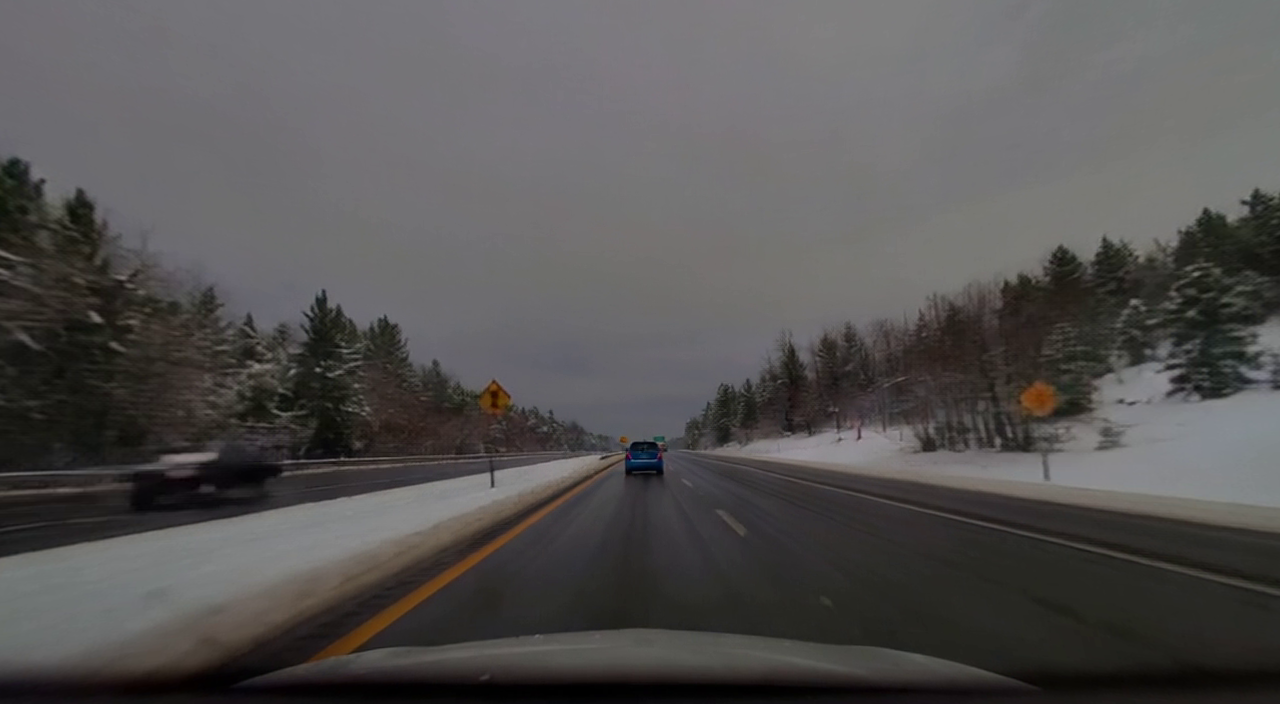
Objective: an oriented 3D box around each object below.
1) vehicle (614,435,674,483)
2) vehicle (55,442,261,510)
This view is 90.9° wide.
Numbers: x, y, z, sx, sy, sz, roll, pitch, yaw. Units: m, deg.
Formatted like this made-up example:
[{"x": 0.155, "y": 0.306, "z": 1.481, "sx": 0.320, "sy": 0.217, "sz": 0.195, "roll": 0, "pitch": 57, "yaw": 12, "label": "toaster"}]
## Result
[{"x": 0.157, "y": 4.197, "z": 24.936, "sx": 2.190, "sy": 1.706, "sz": 4.062, "roll": 0, "pitch": -9, "yaw": 0, "label": "vehicle"}, {"x": -12.124, "y": 3.129, "z": 16.331, "sx": 1.847, "sy": 1.486, "sz": 4.383, "roll": 0, "pitch": -9, "yaw": 0, "label": "vehicle"}]
